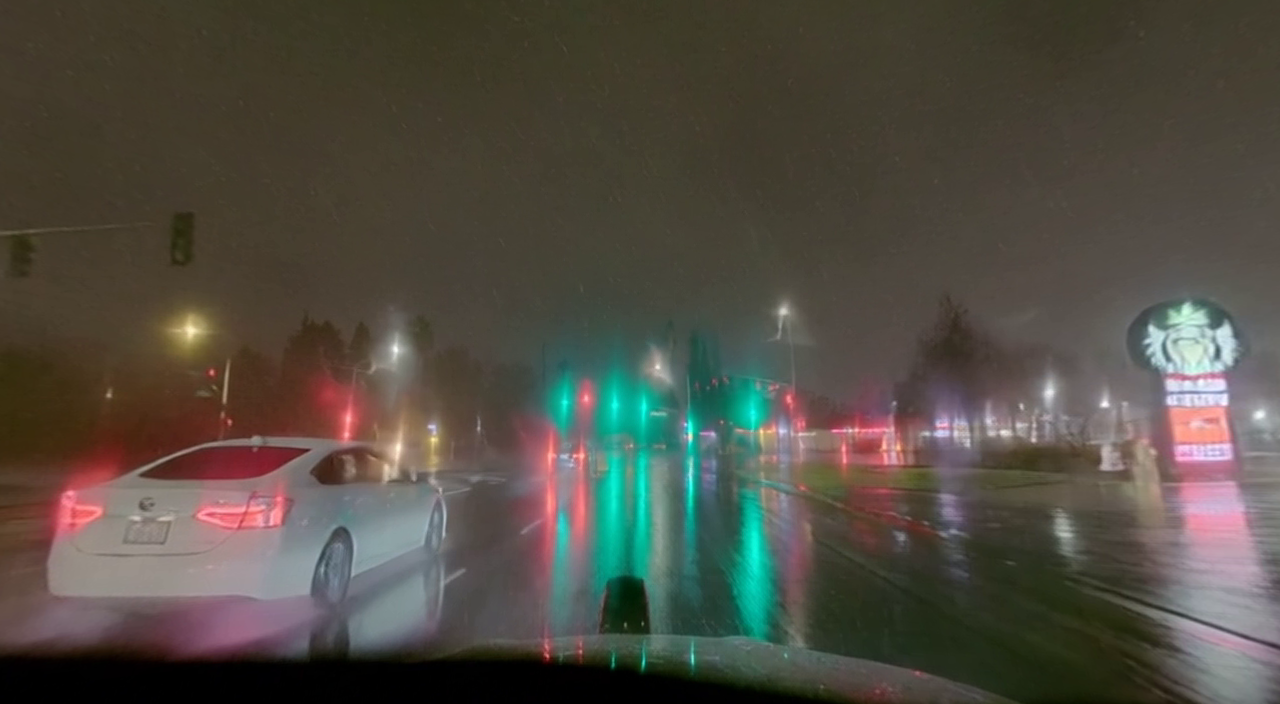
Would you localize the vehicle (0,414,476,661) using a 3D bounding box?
[{"bbox_3d":[-3.203,1.449,6.070,2.018,1.477,4.401,0,-8,1],"label":"vehicle"}]

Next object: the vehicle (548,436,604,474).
[{"bbox_3d":[-2.968,4.896,30.167,2.109,1.692,4.220,0,-8,2],"label":"vehicle"}]
